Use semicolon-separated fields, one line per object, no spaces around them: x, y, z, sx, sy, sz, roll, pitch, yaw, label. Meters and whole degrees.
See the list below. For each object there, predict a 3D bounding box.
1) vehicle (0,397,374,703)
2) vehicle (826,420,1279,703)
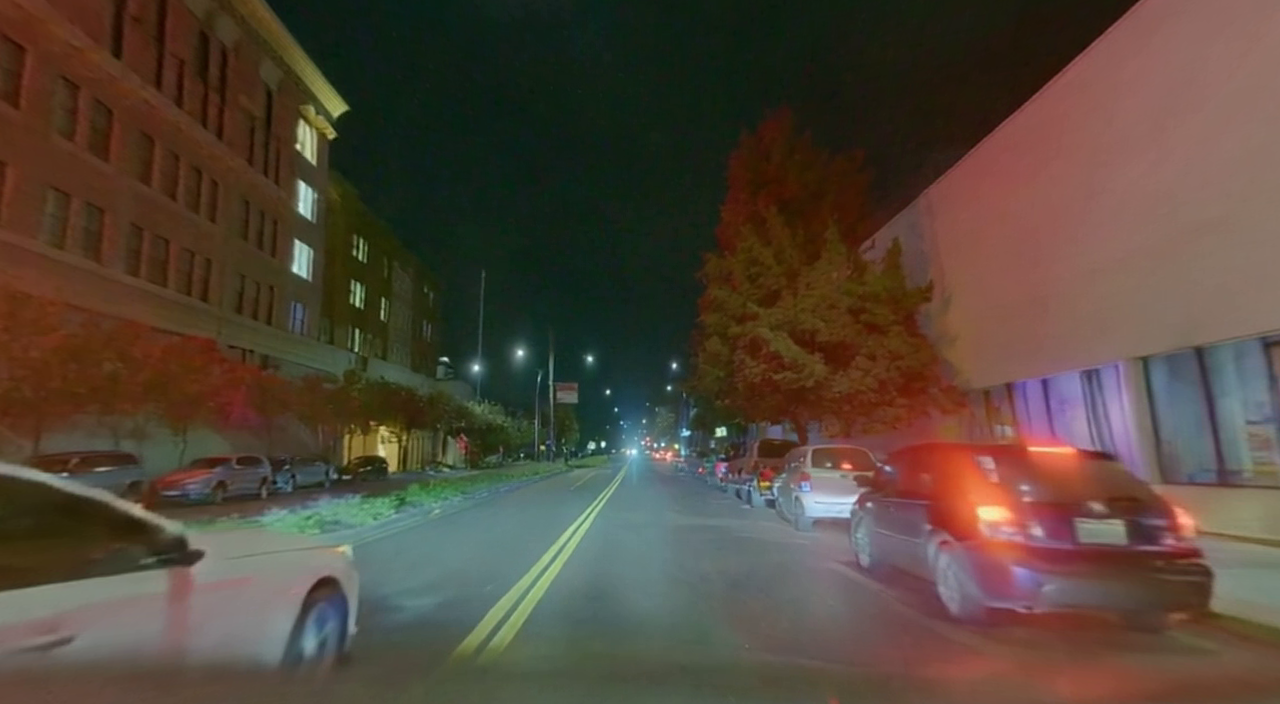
-2.755;0.863;1.803;2.030;1.436;4.388;0;-8;1;vehicle
3.317;1.462;5.467;2.120;1.560;4.402;0;-8;1;vehicle
